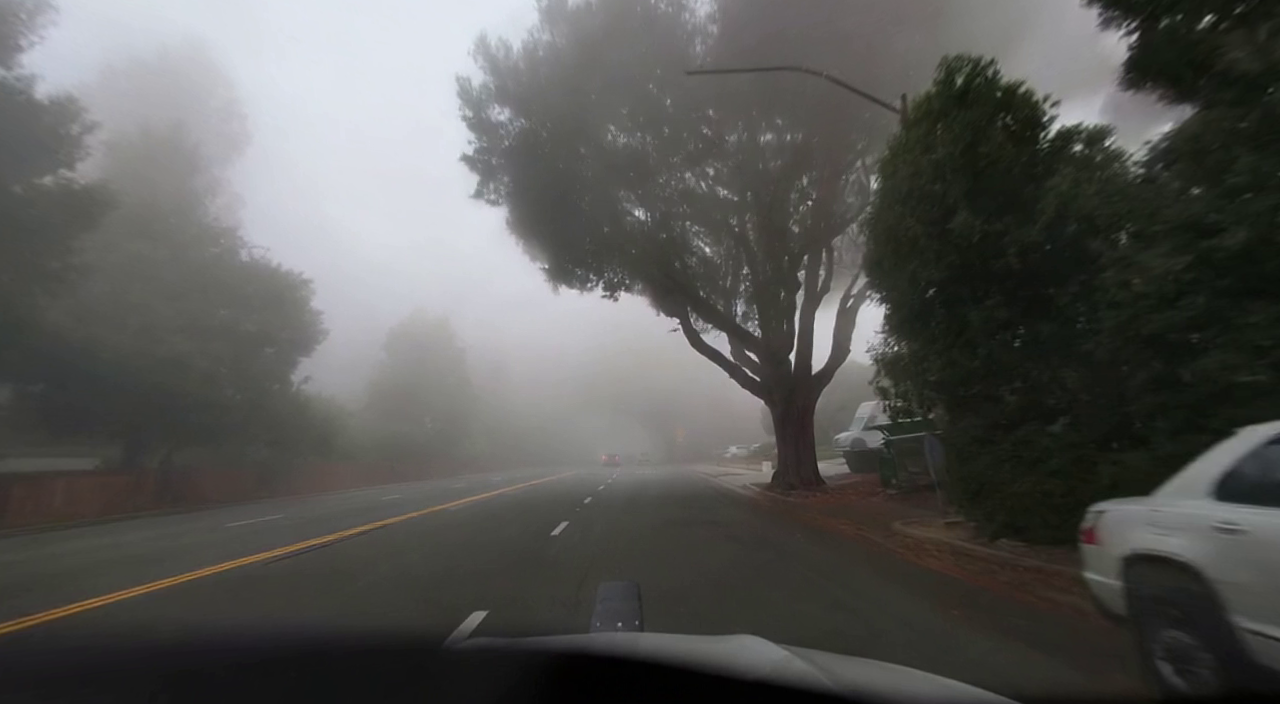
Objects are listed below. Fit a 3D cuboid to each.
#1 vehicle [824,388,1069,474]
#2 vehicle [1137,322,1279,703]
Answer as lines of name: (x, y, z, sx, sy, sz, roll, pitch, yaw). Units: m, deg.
vehicle: (17.475, 4.617, 36.700, 12.151, 4.157, 3.709, -1, -15, -6)
vehicle: (3.612, 0.503, 0.303, 2.270, 1.820, 5.277, 0, -8, -3)
